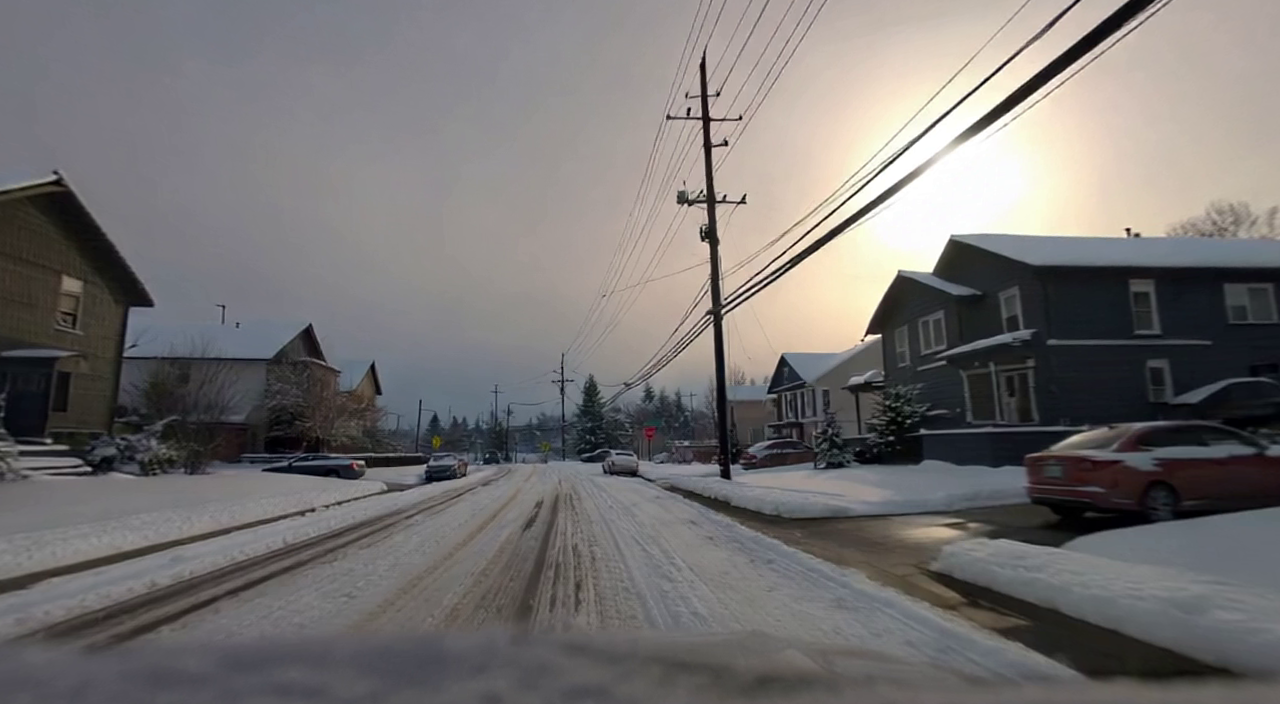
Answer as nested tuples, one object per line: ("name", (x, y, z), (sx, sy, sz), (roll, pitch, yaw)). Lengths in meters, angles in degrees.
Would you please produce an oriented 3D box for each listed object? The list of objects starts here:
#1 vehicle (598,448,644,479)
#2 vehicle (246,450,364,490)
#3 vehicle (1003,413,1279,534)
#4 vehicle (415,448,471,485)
("vehicle", (-1.121, 6.031, 34.505), (2.080, 1.531, 4.415), (1, -9, -7))
("vehicle", (-15.285, 5.386, 29.030), (4.266, 1.674, 1.933), (1, -9, -7))
("vehicle", (7.774, 1.717, 9.196), (3.825, 1.547, 1.829), (0, -9, -2))
("vehicle", (-11.137, 6.462, 36.023), (2.156, 1.728, 4.619), (-1, -7, -6))
